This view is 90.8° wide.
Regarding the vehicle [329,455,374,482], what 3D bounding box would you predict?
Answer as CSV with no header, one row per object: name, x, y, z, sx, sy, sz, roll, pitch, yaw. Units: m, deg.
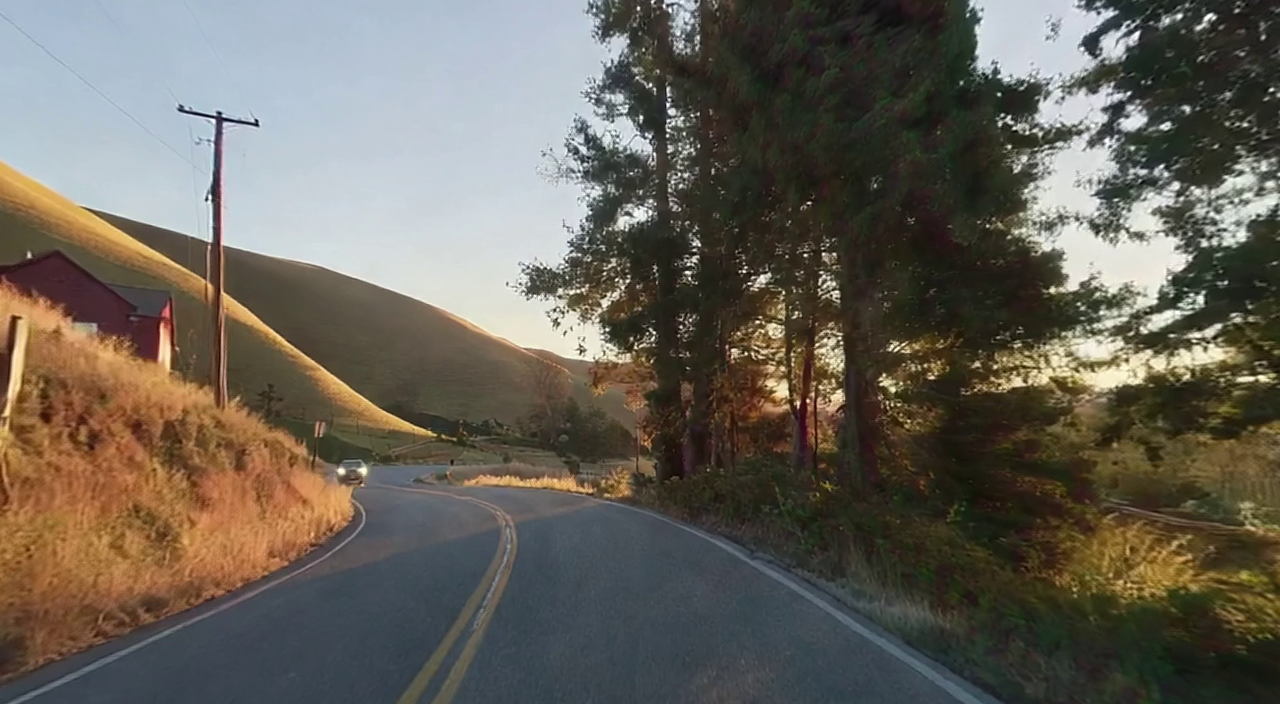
vehicle,-17.796,7.104,38.883,2.063,1.485,3.997,5,-10,-29
